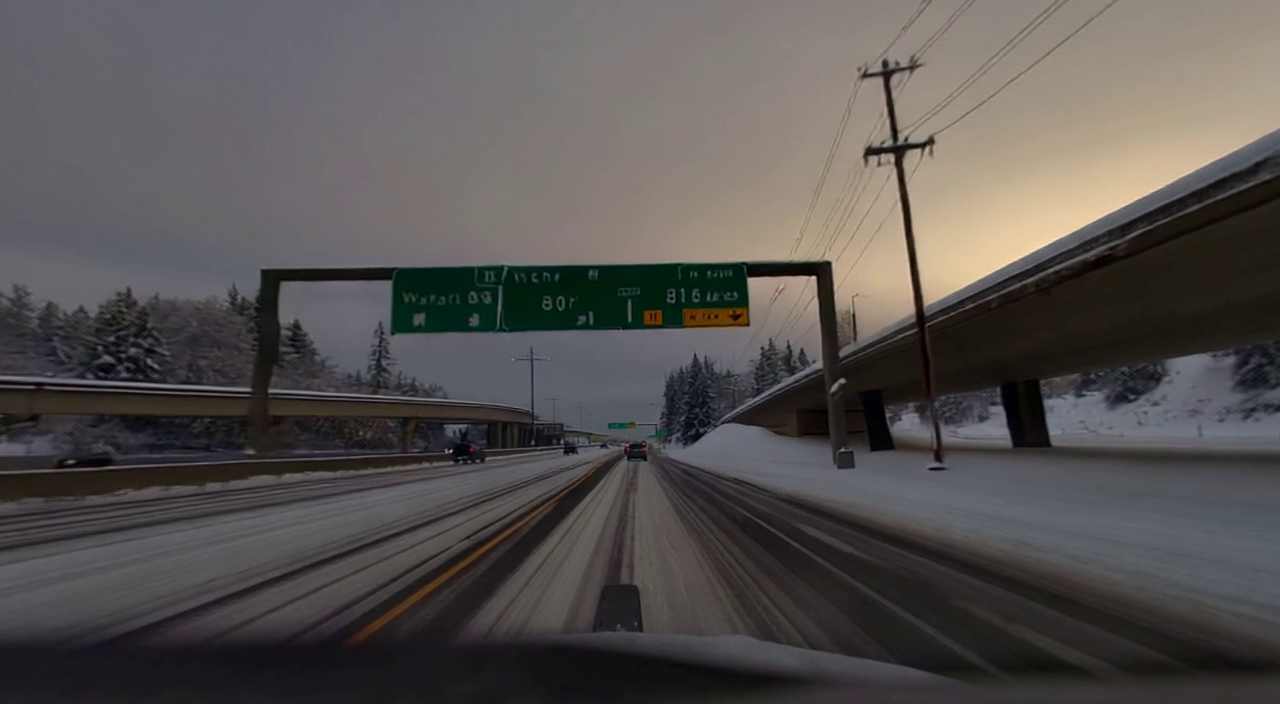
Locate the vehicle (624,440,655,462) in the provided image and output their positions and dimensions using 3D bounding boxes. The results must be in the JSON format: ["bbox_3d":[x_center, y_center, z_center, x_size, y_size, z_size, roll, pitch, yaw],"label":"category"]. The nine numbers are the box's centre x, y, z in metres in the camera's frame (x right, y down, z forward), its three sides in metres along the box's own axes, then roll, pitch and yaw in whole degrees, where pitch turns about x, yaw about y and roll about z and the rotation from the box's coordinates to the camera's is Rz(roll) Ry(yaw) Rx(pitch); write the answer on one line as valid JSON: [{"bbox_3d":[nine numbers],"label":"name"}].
[{"bbox_3d":[-0.079,7.016,45.062,2.086,1.472,4.168,0,-8,-1],"label":"vehicle"}]
